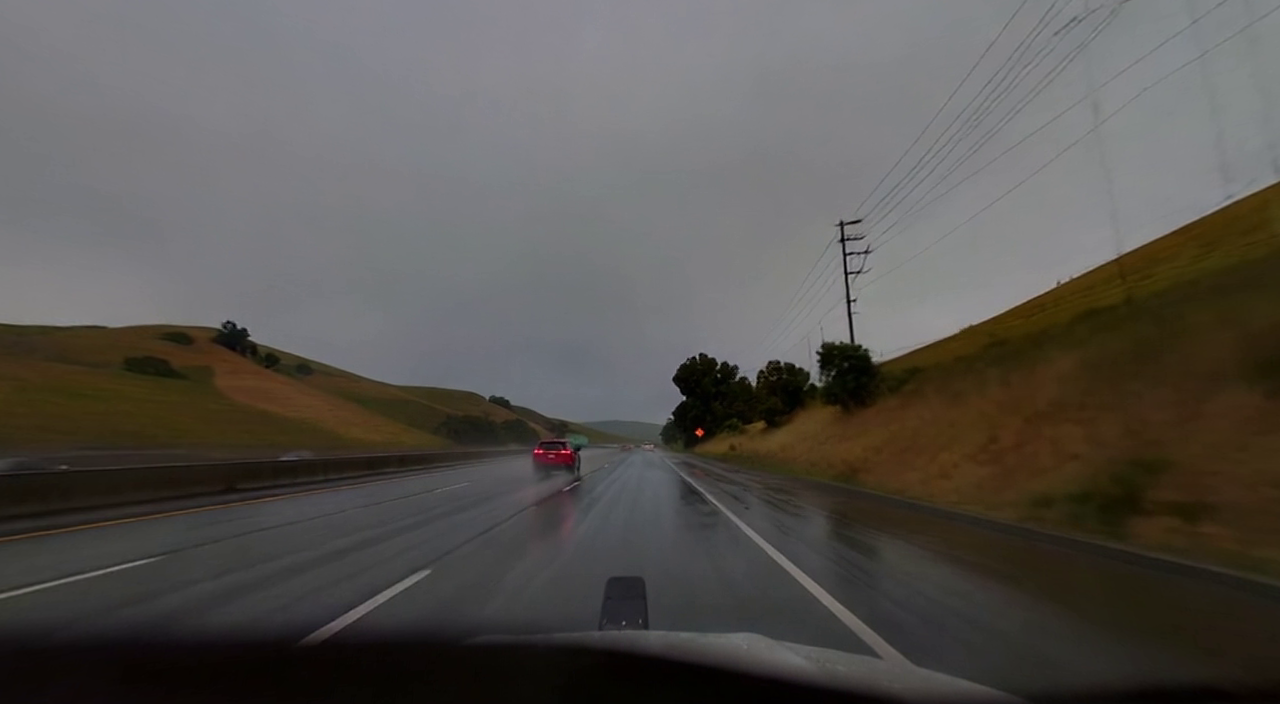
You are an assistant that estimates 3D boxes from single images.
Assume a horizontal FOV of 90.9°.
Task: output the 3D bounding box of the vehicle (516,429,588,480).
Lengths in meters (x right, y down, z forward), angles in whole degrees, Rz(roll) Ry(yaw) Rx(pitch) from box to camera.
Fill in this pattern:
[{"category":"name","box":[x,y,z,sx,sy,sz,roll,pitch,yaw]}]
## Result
[{"category":"vehicle","box":[-3.448,4.099,25.548,2.136,1.845,4.515,0,-8,2]}]
